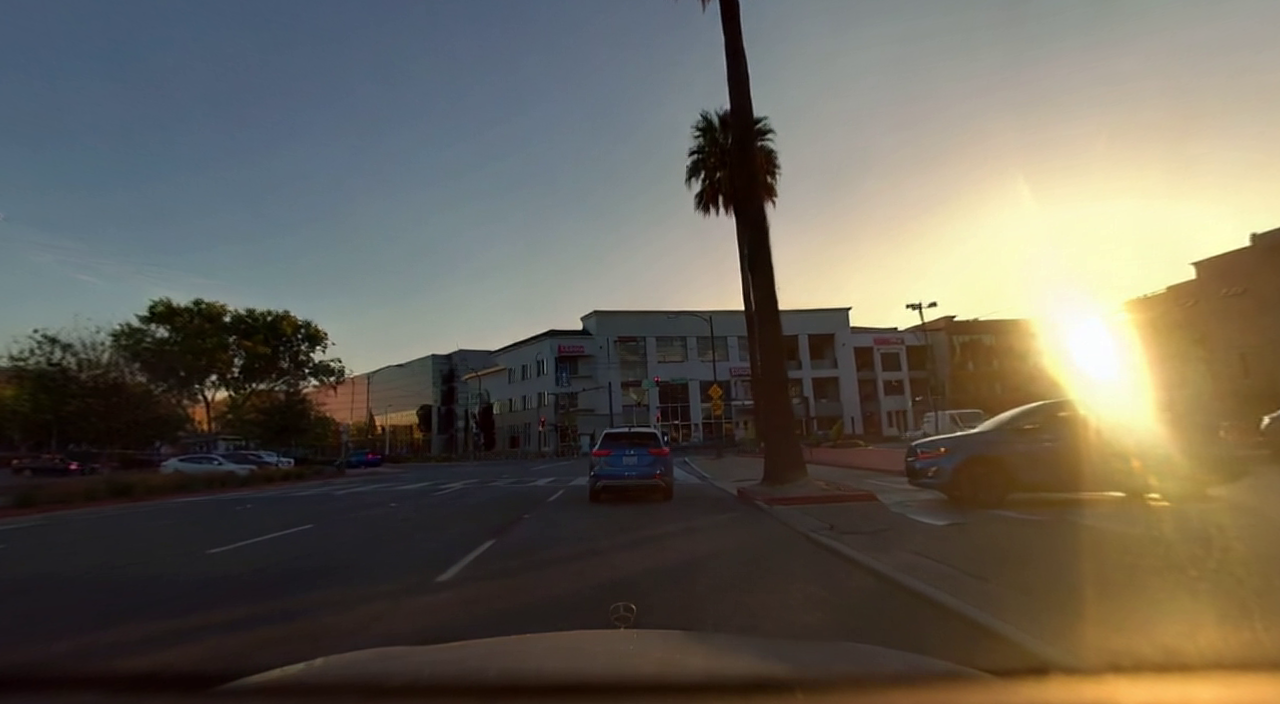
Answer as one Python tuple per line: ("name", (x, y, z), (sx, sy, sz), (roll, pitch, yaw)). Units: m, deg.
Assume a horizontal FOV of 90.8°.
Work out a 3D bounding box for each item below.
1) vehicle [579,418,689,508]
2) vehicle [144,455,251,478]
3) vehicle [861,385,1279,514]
("vehicle", (-0.179, 2.553, 14.882), (2.234, 1.818, 3.869), (0, -9, -1))
("vehicle", (-27.610, 7.150, 39.622), (5.154, 1.343, 1.943), (4, -9, -24))
("vehicle", (6.238, 1.482, 9.697), (4.828, 1.733, 2.231), (0, -9, 0))
